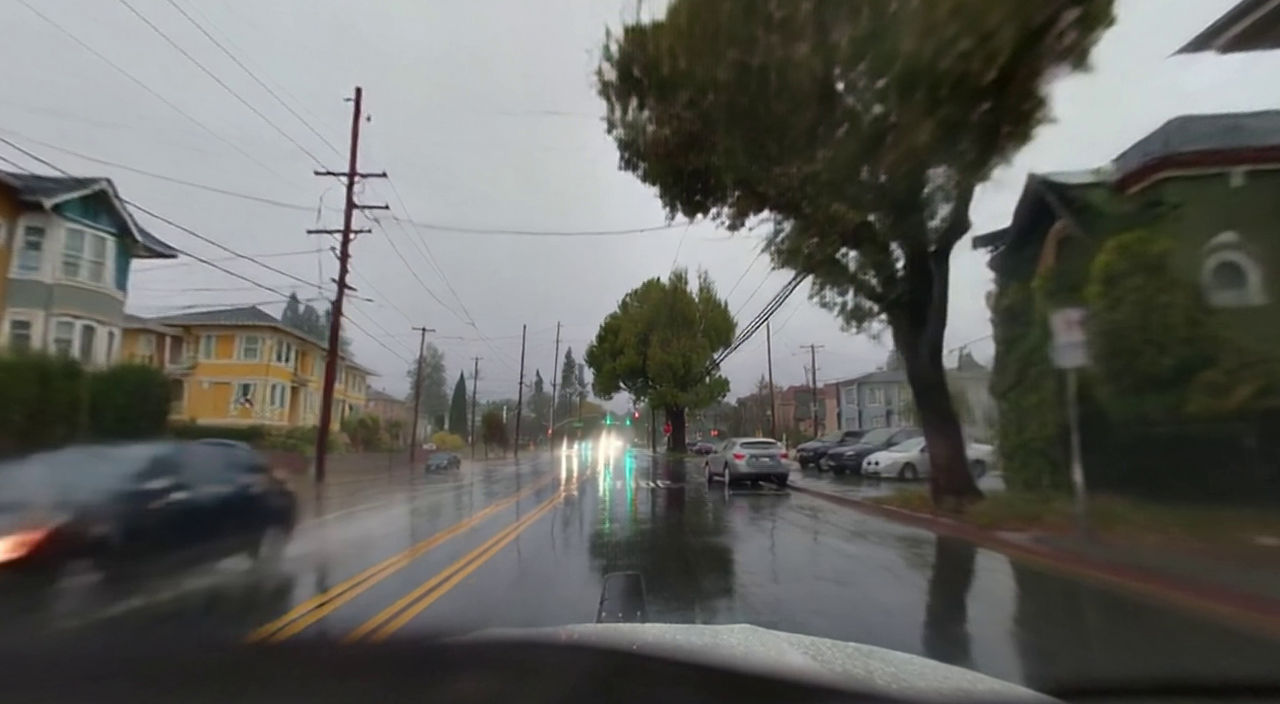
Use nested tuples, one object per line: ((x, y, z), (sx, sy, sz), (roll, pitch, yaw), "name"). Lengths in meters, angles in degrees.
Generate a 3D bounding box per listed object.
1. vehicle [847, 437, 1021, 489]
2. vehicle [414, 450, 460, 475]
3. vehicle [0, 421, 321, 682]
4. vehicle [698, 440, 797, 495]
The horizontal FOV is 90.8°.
((9.126, 3.444, 19.919), (4.658, 1.465, 2.025), (-4, -9, 24), "vehicle")
((-13.169, 7.135, 41.244), (1.957, 1.459, 4.913), (1, -8, -7), "vehicle")
((-4.915, 1.460, 5.534), (2.205, 1.480, 4.366), (-1, -8, -4), "vehicle")
((3.105, 3.451, 19.354), (1.917, 1.434, 4.733), (0, -8, -4), "vehicle")
